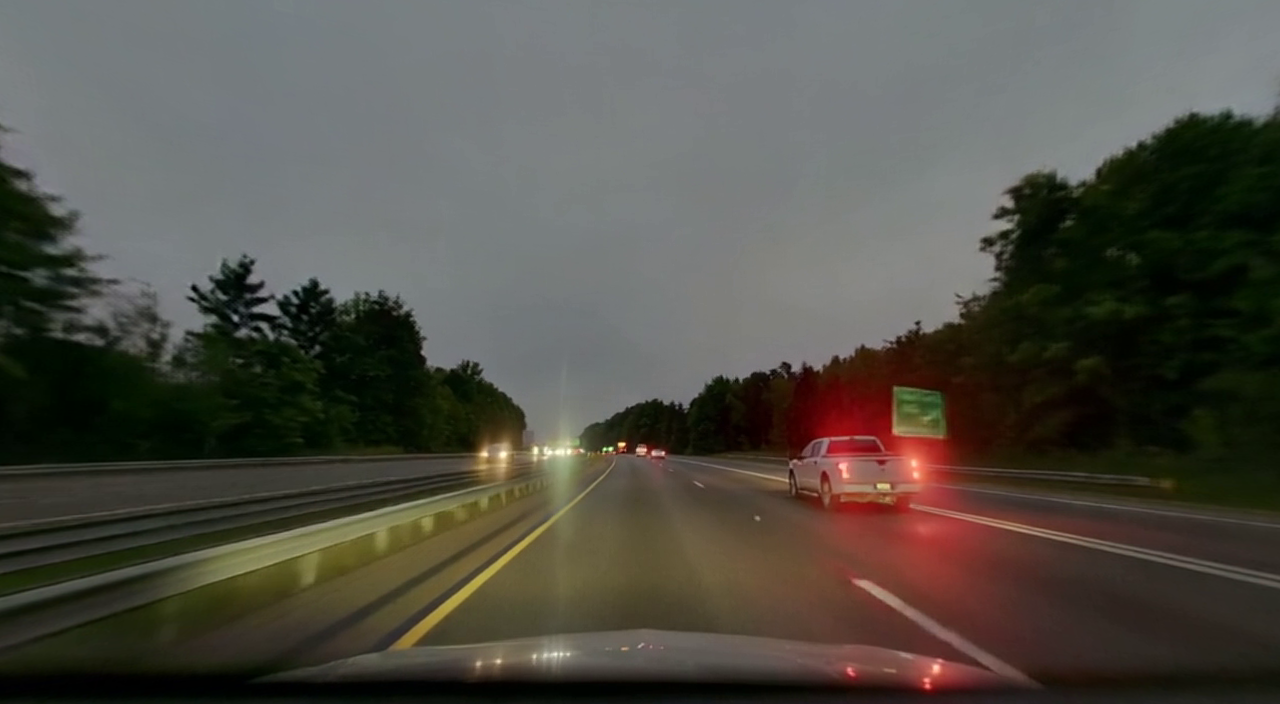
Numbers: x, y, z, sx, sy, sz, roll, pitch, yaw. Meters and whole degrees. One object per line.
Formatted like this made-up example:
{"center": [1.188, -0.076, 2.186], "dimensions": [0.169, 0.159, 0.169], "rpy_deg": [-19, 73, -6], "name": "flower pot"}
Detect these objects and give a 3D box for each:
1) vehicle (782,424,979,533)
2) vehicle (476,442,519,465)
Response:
{"center": [4.243, 2.309, 12.051], "dimensions": [1.933, 1.663, 4.440], "rpy_deg": [0, -9, -1], "name": "vehicle"}
{"center": [-9.439, 6.759, 42.058], "dimensions": [1.852, 1.394, 4.228], "rpy_deg": [0, -9, 0], "name": "vehicle"}
